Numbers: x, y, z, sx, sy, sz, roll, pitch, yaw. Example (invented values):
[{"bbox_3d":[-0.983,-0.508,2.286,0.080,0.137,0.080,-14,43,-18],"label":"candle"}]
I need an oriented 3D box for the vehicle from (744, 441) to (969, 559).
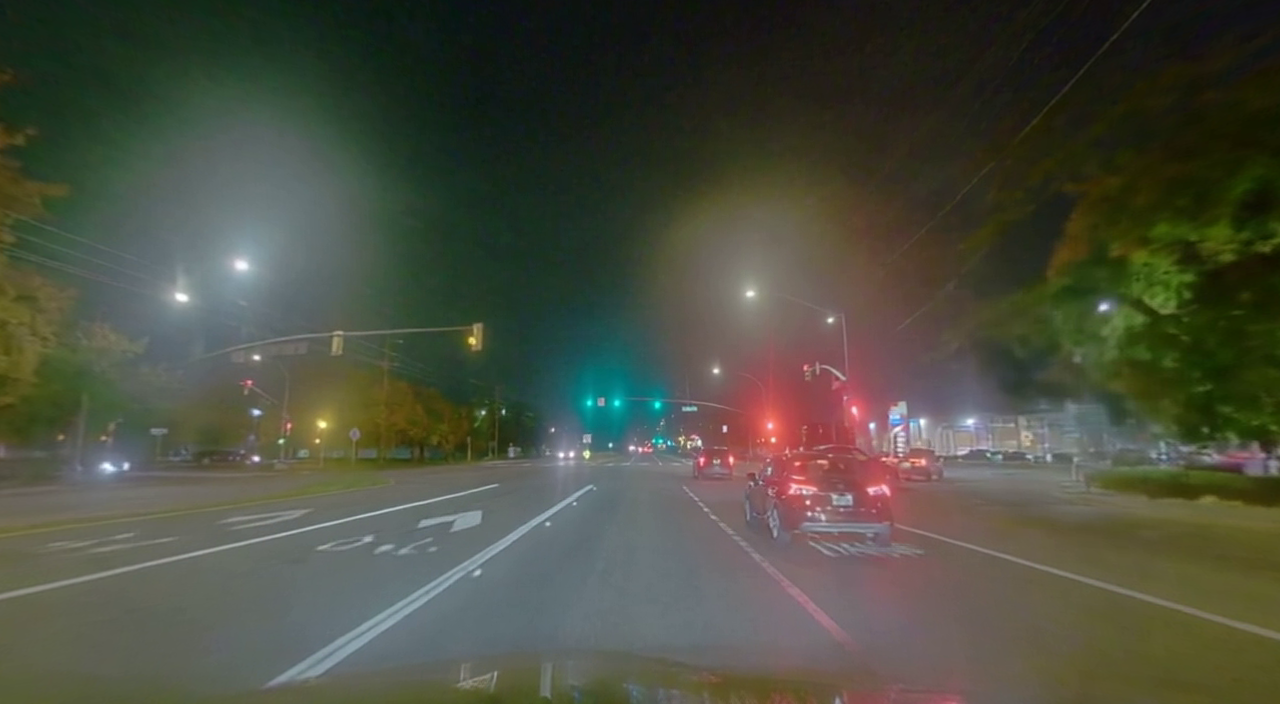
[{"bbox_3d":[3.076,2.185,10.160,2.004,1.455,4.417,0,-9,-1],"label":"vehicle"}]

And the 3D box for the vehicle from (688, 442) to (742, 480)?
[{"bbox_3d":[3.586,5.283,30.792,2.128,1.699,4.222,0,-8,0],"label":"vehicle"}]
